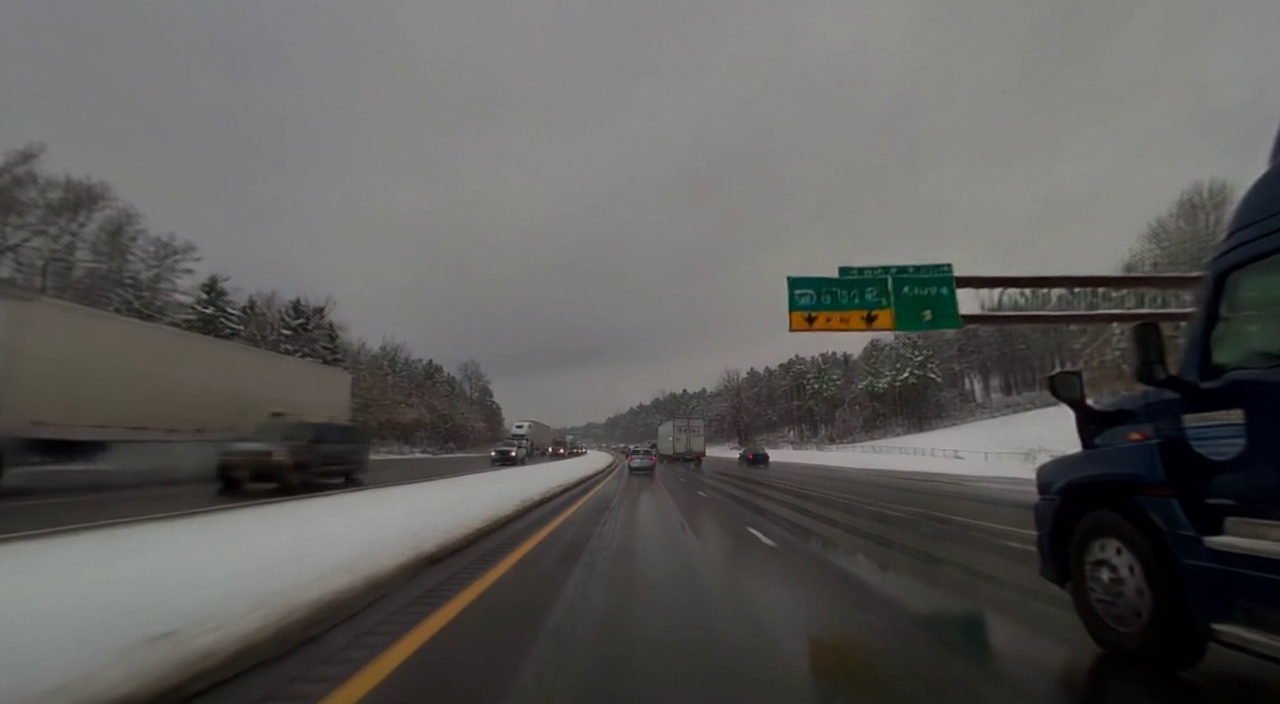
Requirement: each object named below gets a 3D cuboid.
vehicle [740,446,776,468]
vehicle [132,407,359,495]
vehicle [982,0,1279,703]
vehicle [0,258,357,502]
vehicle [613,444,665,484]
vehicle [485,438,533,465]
[{"bbox_3d":[9.212,8.215,49.409,1.902,1.652,3.995,0,-9,-2],"label":"vehicle"},{"bbox_3d":[-7.984,2.095,13.385,2.003,1.558,4.213,0,-9,1],"label":"vehicle"},{"bbox_3d":[3.754,-0.007,0.615,2.975,2.936,6.573,0,-9,-1],"label":"vehicle"},{"bbox_3d":[-12.094,1.378,16.261,2.911,4.015,14.235,0,-9,0],"label":"vehicle"},{"bbox_3d":[-0.047,4.839,27.545,2.111,1.599,3.859,0,-9,0],"label":"vehicle"},{"bbox_3d":[-8.027,6.157,39.094,1.948,1.580,4.373,0,-9,1],"label":"vehicle"}]
